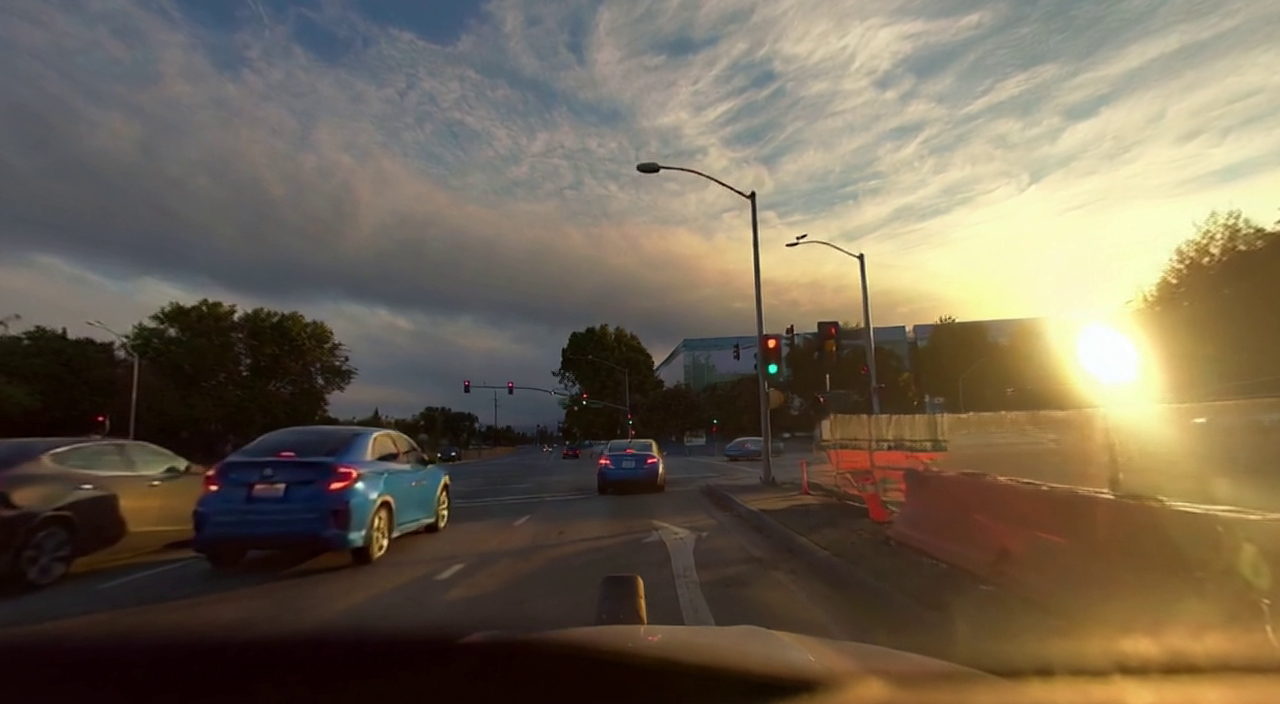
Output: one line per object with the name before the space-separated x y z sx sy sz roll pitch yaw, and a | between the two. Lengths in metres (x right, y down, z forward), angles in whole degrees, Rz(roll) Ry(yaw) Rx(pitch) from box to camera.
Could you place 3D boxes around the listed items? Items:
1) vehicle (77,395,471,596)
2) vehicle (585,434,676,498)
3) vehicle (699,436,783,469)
vehicle | -4.059 1.702 8.429 2.240 1.844 5.043 0 -9 0
vehicle | -0.140 3.071 17.386 2.183 1.506 4.286 -1 -9 2
vehicle | 5.020 4.902 30.983 1.873 1.477 4.467 -8 -12 43
